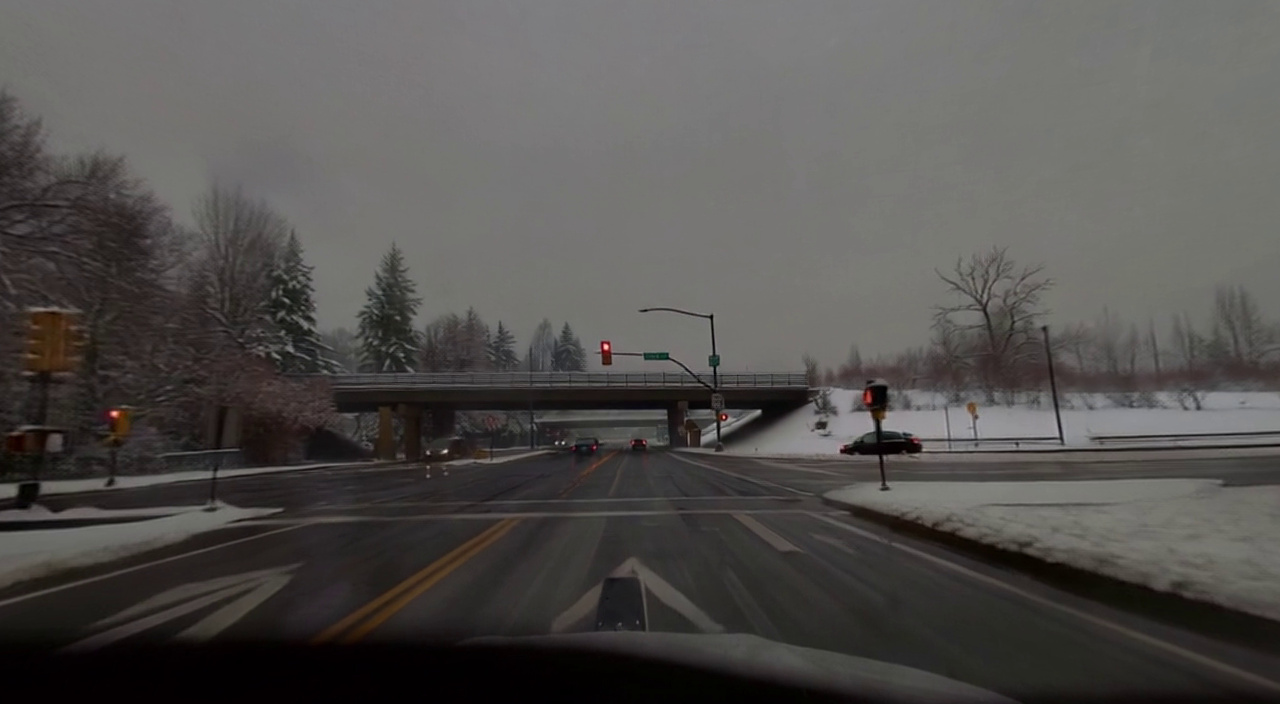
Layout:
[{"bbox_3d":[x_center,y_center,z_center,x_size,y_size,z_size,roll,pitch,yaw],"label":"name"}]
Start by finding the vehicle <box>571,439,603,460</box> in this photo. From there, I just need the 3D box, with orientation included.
[{"bbox_3d":[-3.996,7.438,48.223,2.082,1.472,4.310,0,-9,0],"label":"vehicle"}]

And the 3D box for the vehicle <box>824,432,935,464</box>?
[{"bbox_3d":[11.651,4.692,30.841,4.691,1.466,1.800,1,-9,-7],"label":"vehicle"}]
